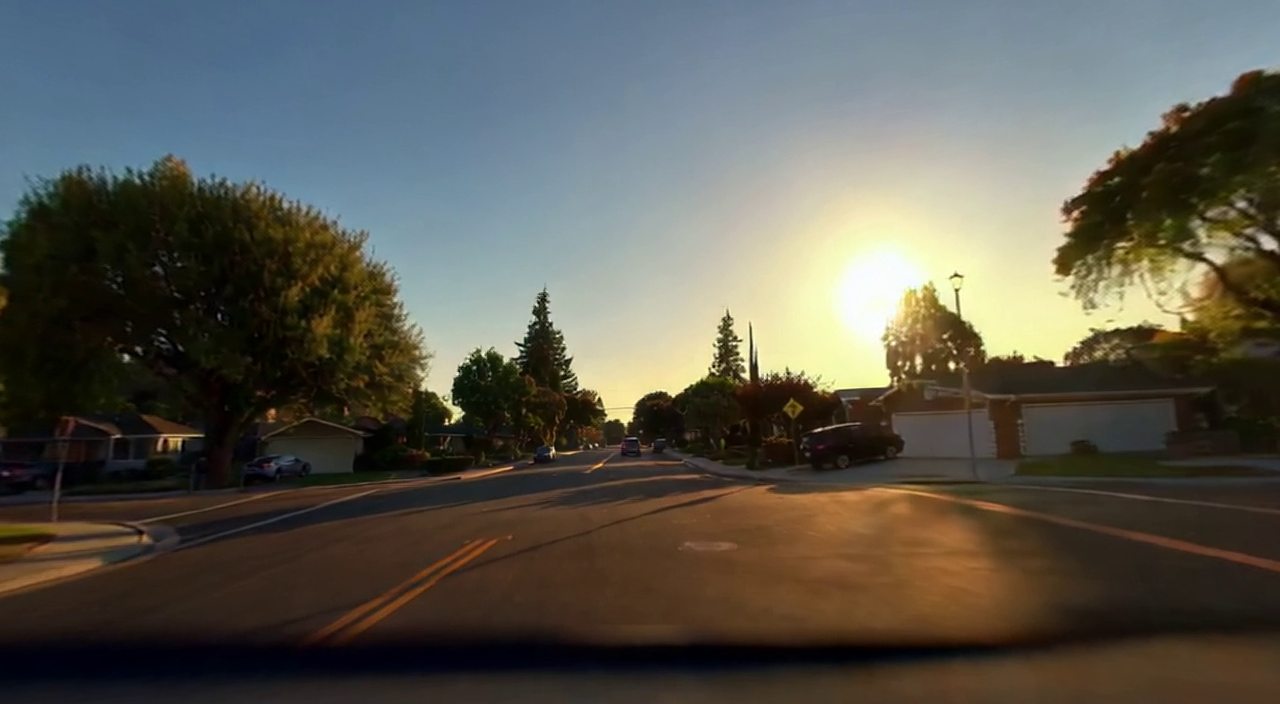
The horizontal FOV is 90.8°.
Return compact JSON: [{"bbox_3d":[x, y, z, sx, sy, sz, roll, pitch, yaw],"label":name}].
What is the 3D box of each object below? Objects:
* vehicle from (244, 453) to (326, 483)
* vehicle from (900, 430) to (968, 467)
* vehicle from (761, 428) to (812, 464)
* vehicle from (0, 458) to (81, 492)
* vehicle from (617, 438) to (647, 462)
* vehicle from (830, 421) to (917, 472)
[{"bbox_3d":[-19.763,6.436,35.465,1.917,1.499,4.569,0,-8,0],"label":"vehicle"},{"bbox_3d":[13.080,4.330,28.370,1.972,1.528,3.891,-2,-9,13],"label":"vehicle"},{"bbox_3d":[8.043,5.225,35.002,2.130,1.836,4.464,-1,-9,5],"label":"vehicle"},{"bbox_3d":[-33.301,6.614,34.299,1.978,1.666,4.230,0,-8,1],"label":"vehicle"},{"bbox_3d":[-0.532,7.139,46.066,2.116,1.711,4.155,0,-8,0],"label":"vehicle"},{"bbox_3d":[9.720,4.004,26.837,2.333,1.933,5.662,-1,-9,9],"label":"vehicle"}]
